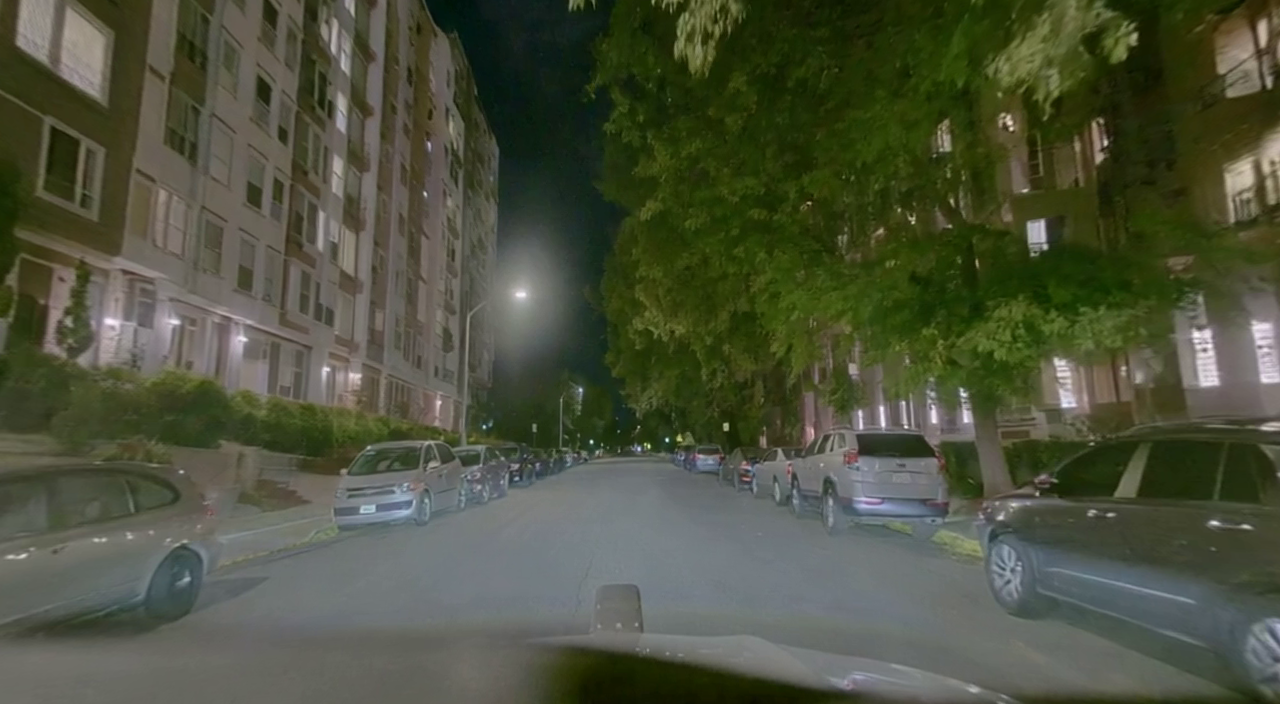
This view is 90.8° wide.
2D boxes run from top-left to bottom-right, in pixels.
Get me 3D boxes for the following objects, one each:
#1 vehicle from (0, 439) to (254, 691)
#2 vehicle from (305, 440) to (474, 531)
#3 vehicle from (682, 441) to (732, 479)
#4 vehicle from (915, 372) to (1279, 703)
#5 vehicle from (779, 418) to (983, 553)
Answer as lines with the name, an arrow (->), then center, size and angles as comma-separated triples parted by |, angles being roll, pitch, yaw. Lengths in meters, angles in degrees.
vehicle -> -4.762, 1.329, 4.151 | 1.830, 1.493, 4.373 | 0, -8, -2
vehicle -> -5.268, 2.801, 13.929 | 2.274, 1.679, 3.639 | 0, -7, -1
vehicle -> 3.373, 5.518, 32.740 | 1.912, 1.781, 5.159 | 0, -8, -1
vehicle -> 3.723, 1.117, 3.821 | 1.886, 1.727, 4.678 | 0, -8, -1
vehicle -> 3.824, 2.174, 11.070 | 1.911, 1.835, 4.599 | 0, -8, 2
